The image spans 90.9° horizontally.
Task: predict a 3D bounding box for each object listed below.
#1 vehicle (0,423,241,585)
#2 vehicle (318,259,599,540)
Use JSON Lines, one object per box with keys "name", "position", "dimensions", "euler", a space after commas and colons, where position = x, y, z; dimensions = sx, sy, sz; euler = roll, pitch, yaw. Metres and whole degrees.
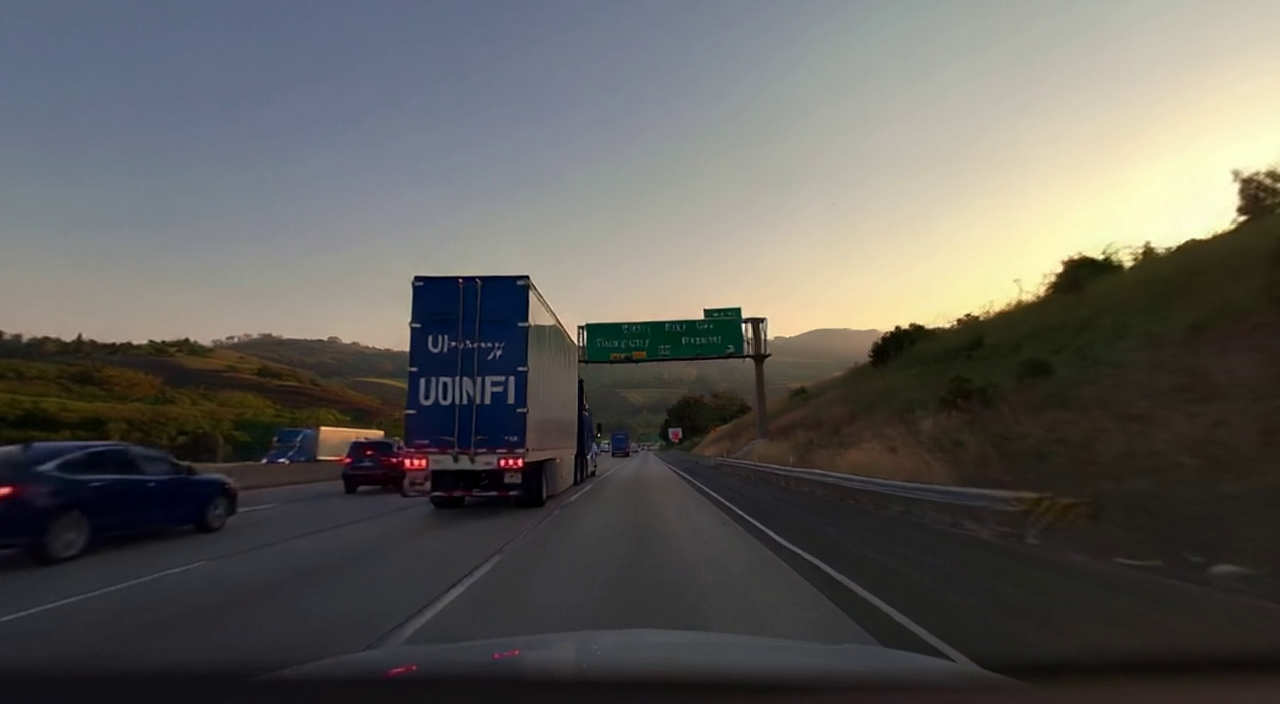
{"name": "vehicle", "position": [-7.396, 1.751, 7.844], "dimensions": [1.949, 1.604, 4.456], "euler": [0, -8, 0]}
{"name": "vehicle", "position": [-3.253, 1.843, 17.796], "dimensions": [3.202, 4.352, 16.251], "euler": [0, -8, 0]}
